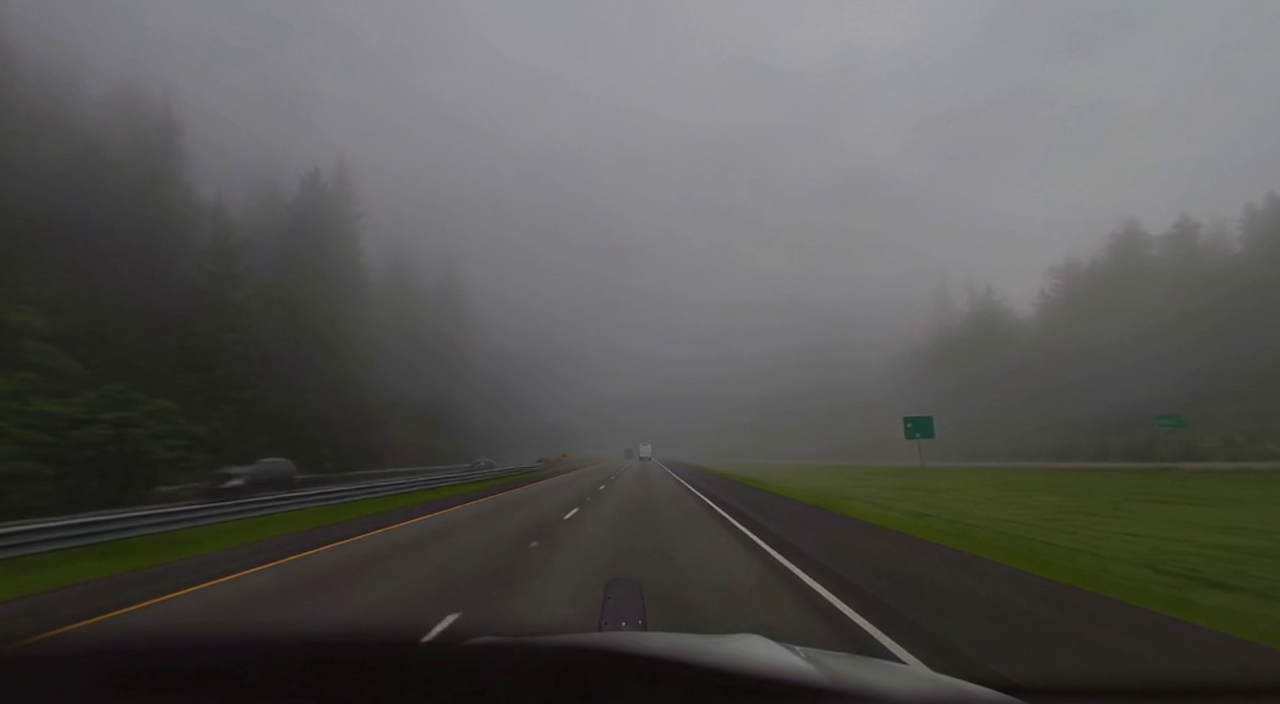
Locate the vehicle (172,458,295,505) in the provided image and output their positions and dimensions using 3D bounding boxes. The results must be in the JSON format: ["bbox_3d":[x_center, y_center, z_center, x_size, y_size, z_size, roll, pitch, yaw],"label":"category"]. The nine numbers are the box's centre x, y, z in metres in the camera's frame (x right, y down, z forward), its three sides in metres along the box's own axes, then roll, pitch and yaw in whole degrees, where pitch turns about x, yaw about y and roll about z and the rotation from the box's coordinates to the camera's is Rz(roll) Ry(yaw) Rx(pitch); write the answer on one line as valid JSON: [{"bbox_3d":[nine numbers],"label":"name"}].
[{"bbox_3d":[-15.069,4.784,23.661,1.831,1.543,4.034,0,-9,2],"label":"vehicle"}]
